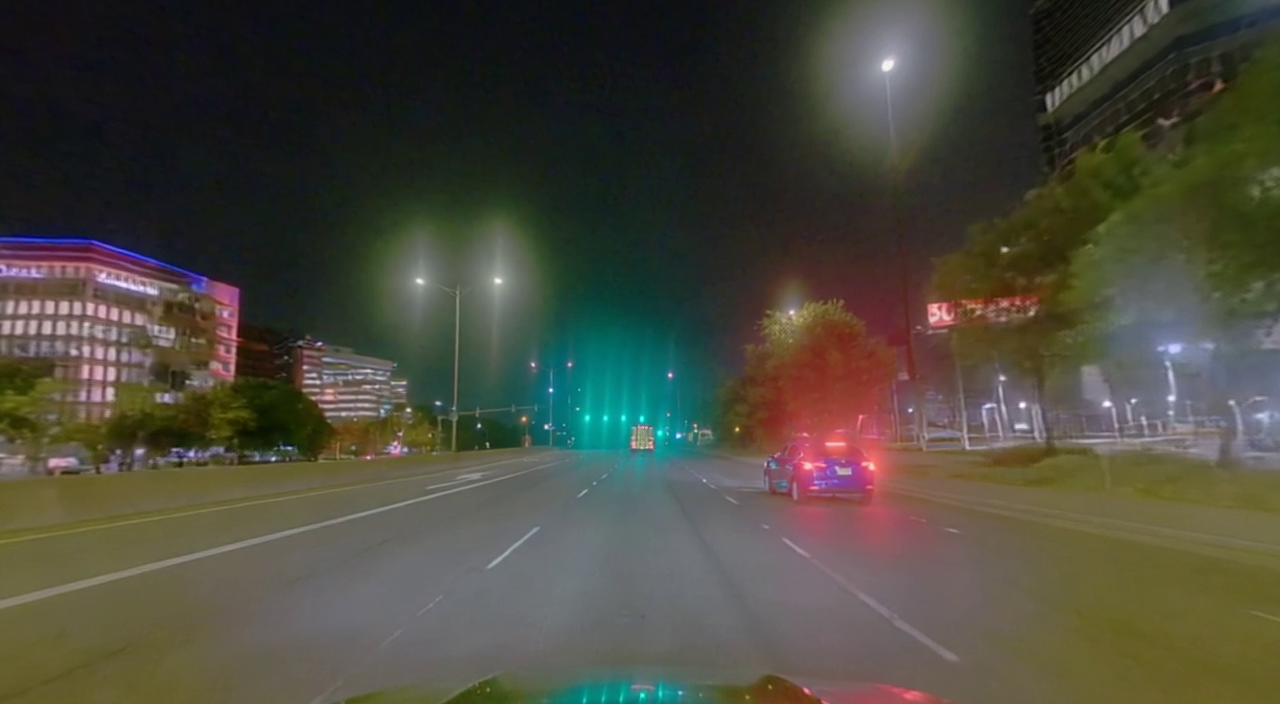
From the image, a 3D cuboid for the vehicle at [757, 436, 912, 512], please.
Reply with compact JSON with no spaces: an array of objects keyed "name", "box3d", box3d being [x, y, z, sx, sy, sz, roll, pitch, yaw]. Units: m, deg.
[{"name":"vehicle","box3d":[4.217,2.716,14.608,2.005,1.442,4.675,0,-8,-1]}]
